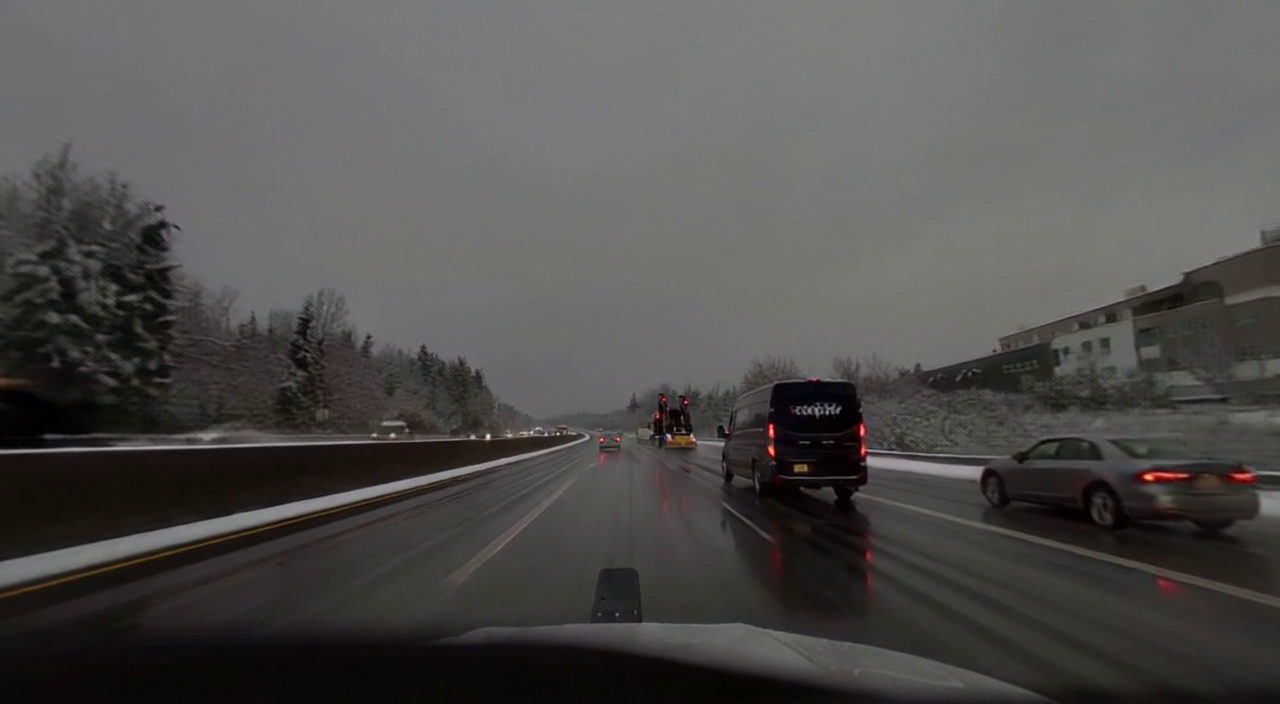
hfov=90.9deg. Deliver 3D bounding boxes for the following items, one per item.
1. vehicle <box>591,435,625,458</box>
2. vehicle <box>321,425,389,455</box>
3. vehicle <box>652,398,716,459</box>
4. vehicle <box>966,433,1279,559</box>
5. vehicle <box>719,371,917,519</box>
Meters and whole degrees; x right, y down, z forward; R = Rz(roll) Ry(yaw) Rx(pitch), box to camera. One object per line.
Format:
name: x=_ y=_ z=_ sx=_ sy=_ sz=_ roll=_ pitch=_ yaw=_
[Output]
vehicle: x=-2.167 y=6.500 z=43.650 sx=2.217 sy=1.502 sz=4.222 roll=0 pitch=-8 yaw=-2
vehicle: x=-15.458 y=4.785 z=34.398 sx=1.855 sy=1.532 sz=3.997 roll=0 pitch=-8 yaw=-1
vehicle: x=2.808 y=5.441 z=44.062 sx=2.912 sy=3.738 sz=10.123 roll=1 pitch=-8 yaw=-5
vehicle: x=7.380 y=2.055 z=9.925 sx=1.925 sy=1.490 sz=4.631 roll=0 pitch=-8 yaw=-1
vehicle: x=3.394 y=1.974 z=13.709 sx=2.386 sy=2.509 sz=5.880 roll=0 pitch=-8 yaw=-2
